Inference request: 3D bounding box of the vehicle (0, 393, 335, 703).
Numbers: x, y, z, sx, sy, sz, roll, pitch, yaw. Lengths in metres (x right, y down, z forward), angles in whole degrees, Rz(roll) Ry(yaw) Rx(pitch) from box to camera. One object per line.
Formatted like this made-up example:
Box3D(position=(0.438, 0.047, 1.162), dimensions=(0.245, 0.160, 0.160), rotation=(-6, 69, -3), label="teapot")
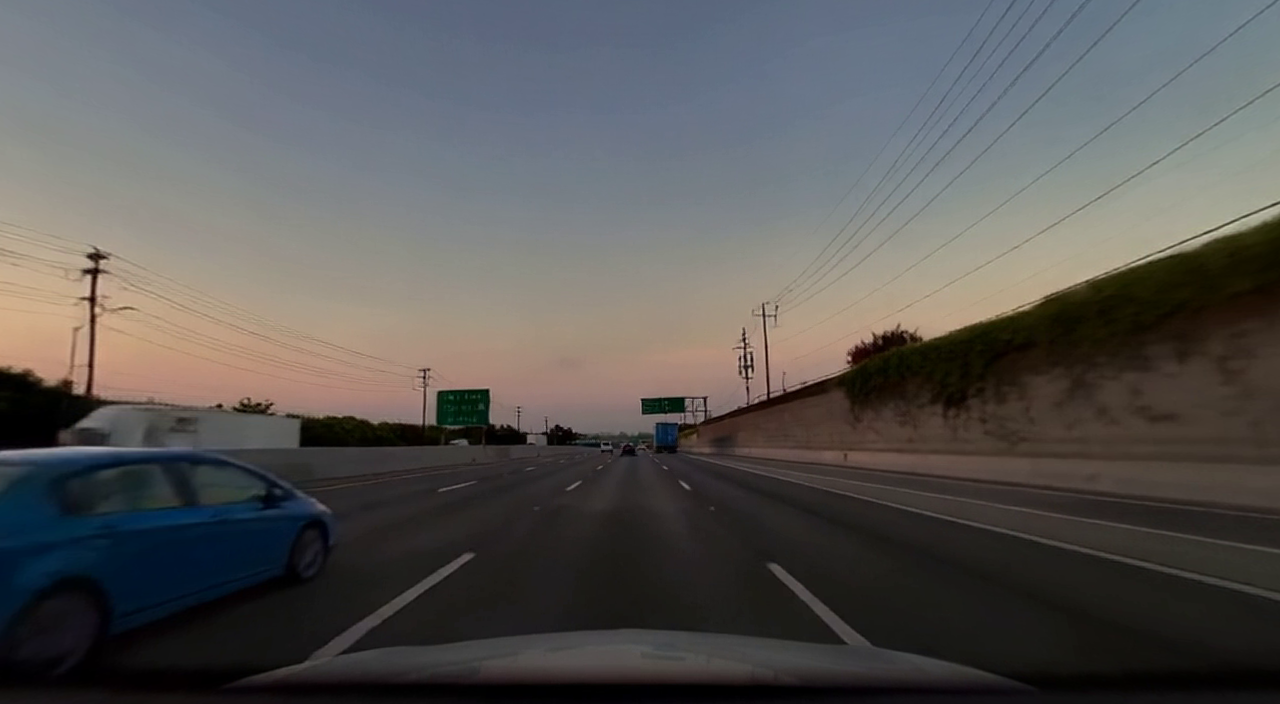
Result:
Box3D(position=(-3.961, 1.127, 3.958), dimensions=(2.009, 1.533, 4.175), rotation=(0, -9, 0), label="vehicle")
